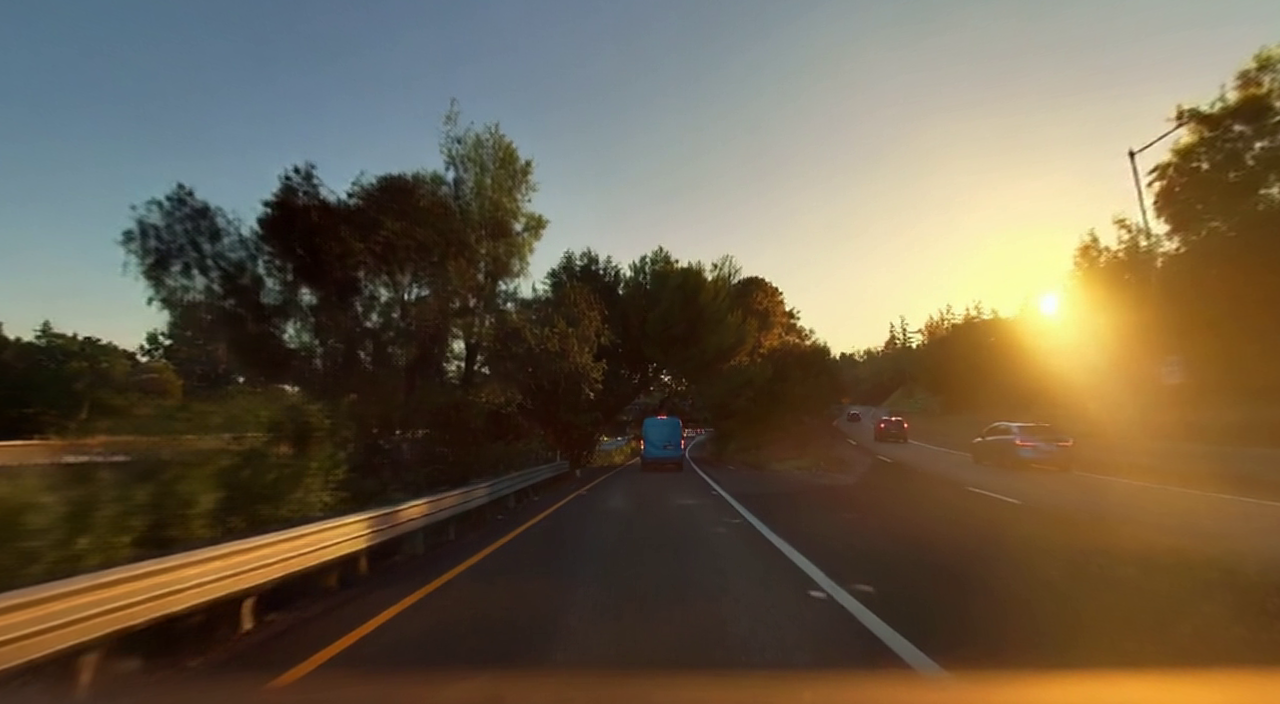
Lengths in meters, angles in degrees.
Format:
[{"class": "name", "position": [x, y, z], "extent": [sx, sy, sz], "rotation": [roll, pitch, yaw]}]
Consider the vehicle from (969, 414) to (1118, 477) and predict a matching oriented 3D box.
[{"class": "vehicle", "position": [11.989, 2.810, 19.196], "extent": [2.098, 1.654, 4.637], "rotation": [-2, -8, 10]}]

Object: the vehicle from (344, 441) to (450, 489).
[{"class": "vehicle", "position": [-8.715, 4.049, 23.086], "extent": [1.896, 1.543, 4.429], "rotation": [-1, -8, 3]}]

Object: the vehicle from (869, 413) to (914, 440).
[{"class": "vehicle", "position": [18.192, 5.462, 45.859], "extent": [2.167, 1.798, 4.838], "rotation": [-2, -8, 12]}]

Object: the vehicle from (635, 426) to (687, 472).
[{"class": "vehicle", "position": [0.869, 4.174, 27.423], "extent": [2.043, 1.821, 4.558], "rotation": [0, -8, 1]}]

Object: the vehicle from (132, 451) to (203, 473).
[{"class": "vehicle", "position": [-33.309, 7.747, 44.610], "extent": [1.896, 1.433, 3.831], "rotation": [-1, -8, 3]}]
